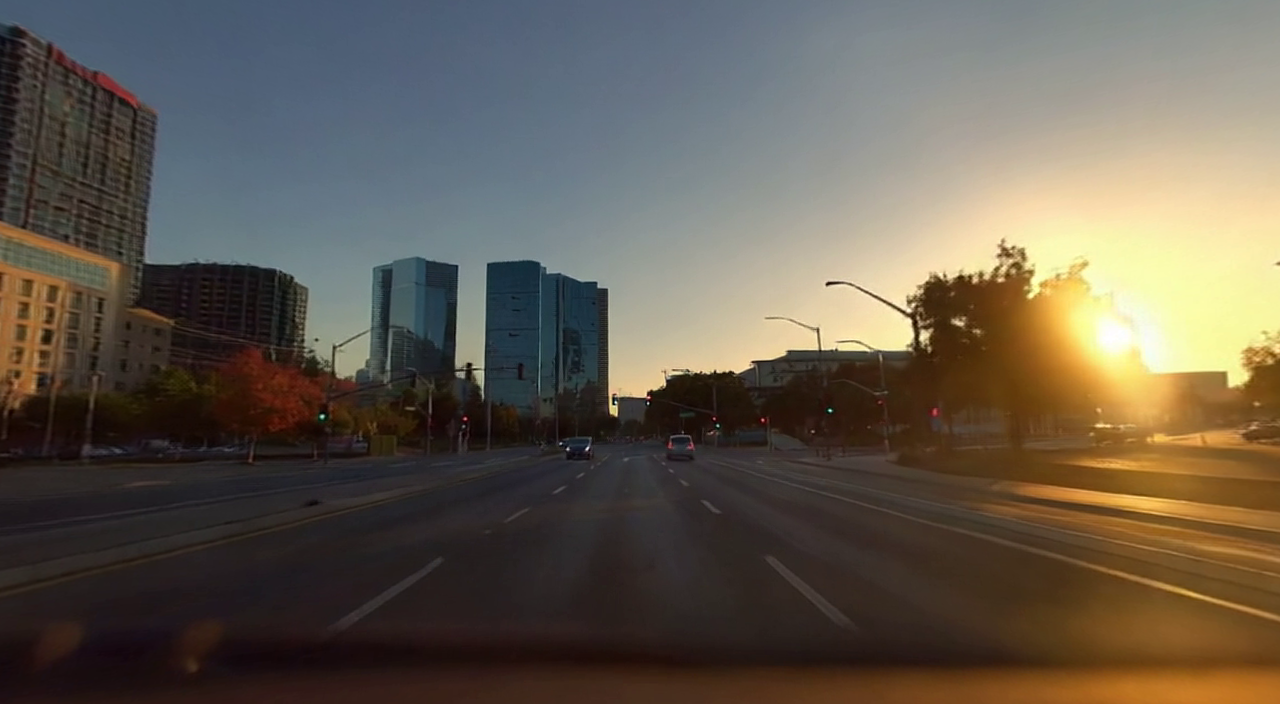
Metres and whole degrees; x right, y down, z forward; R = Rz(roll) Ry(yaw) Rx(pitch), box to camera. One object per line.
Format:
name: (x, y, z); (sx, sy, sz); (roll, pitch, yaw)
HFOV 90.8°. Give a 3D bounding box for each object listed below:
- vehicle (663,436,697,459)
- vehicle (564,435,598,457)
vehicle: (2.813, 6.842, 45.495); (2.130, 1.524, 4.722); (0, -8, 0)
vehicle: (-4.220, 6.846, 45.921); (1.973, 1.526, 4.533); (0, -8, 0)
